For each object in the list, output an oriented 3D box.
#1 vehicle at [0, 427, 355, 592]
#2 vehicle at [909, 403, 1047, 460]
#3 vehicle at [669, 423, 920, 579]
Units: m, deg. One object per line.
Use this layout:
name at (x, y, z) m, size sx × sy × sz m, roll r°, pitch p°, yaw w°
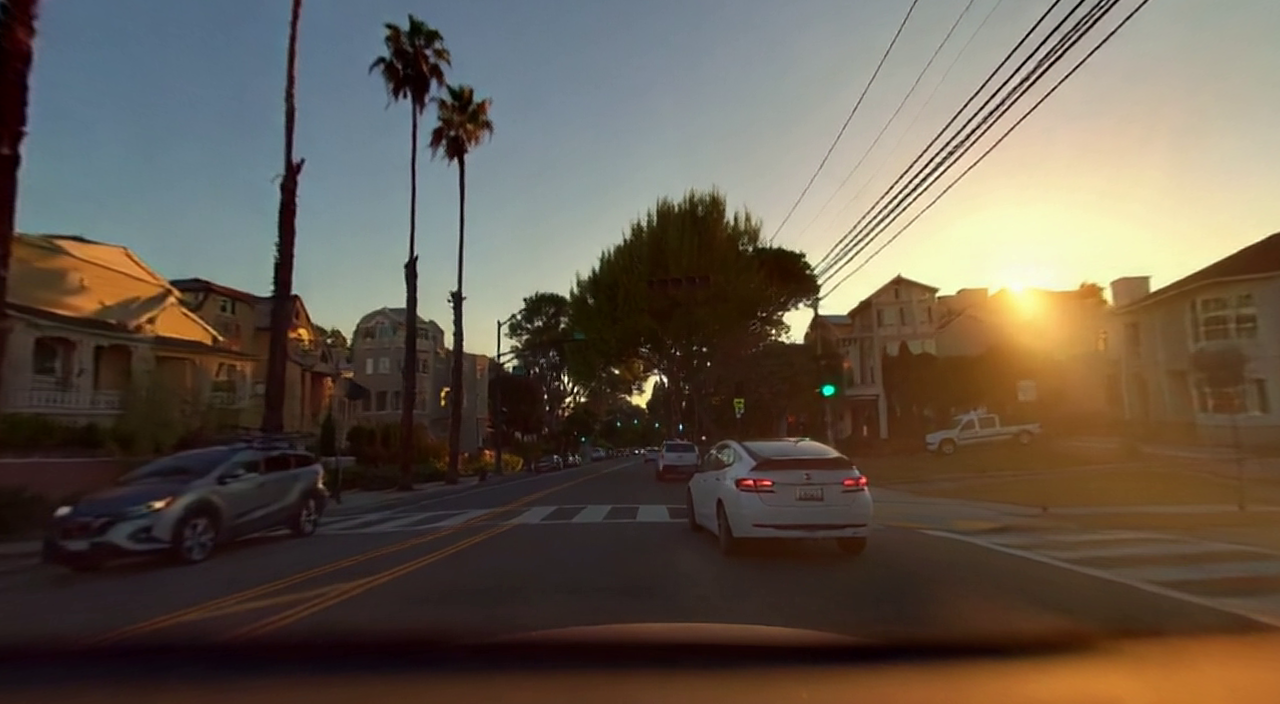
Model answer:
vehicle at (-6.631, 2.178, 9.880) m, size 2.069 × 1.820 × 4.388 m, roll -3°, pitch -6°, yaw 5°
vehicle at (17.642, 4.147, 33.245) m, size 5.880 × 2.540 × 2.003 m, roll -4°, pitch -6°, yaw 2°
vehicle at (1.682, 1.862, 8.735) m, size 2.096 × 1.552 × 4.519 m, roll 0°, pitch -9°, yaw -3°
